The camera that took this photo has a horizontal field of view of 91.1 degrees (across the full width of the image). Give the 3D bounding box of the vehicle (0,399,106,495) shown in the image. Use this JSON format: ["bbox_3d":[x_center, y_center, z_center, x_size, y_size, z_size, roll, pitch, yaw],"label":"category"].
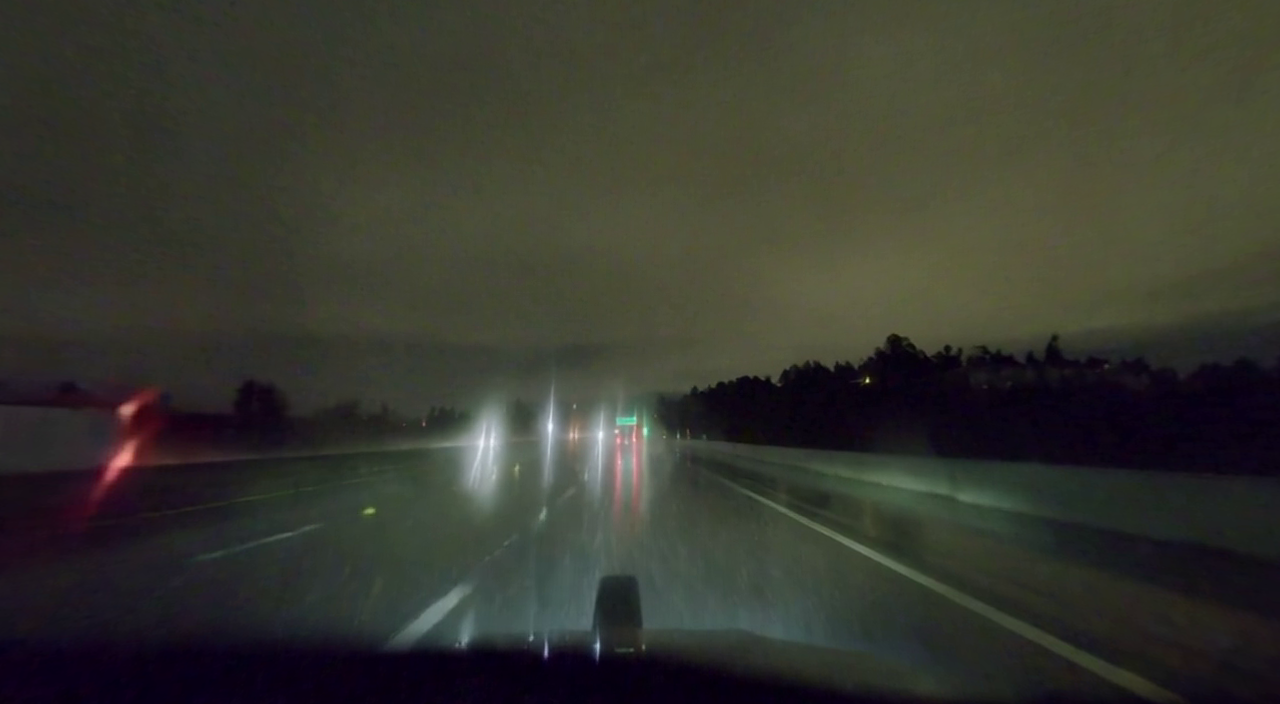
[{"bbox_3d":[-23.451,2.989,19.552,3.053,3.257,12.376,0,-8,-1],"label":"vehicle"}]
